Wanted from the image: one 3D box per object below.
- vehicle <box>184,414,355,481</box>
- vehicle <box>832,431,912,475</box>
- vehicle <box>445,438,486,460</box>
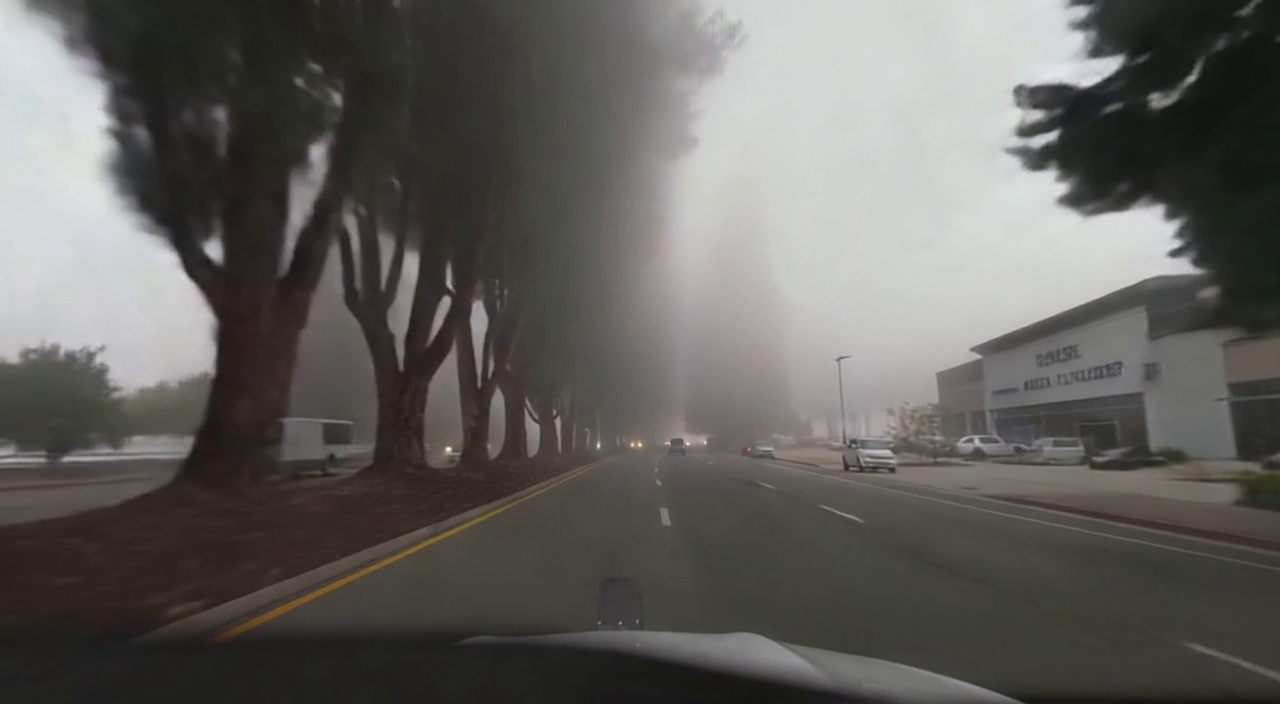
[{"bbox_3d":[-14.516,3.855,25.569,2.626,2.310,6.781,0,-8,2],"label":"vehicle"},{"bbox_3d":[11.232,4.943,31.008,2.264,1.958,5.135,-1,-9,4],"label":"vehicle"},{"bbox_3d":[-13.017,7.258,47.368,1.802,1.535,4.031,0,-9,1],"label":"vehicle"}]
